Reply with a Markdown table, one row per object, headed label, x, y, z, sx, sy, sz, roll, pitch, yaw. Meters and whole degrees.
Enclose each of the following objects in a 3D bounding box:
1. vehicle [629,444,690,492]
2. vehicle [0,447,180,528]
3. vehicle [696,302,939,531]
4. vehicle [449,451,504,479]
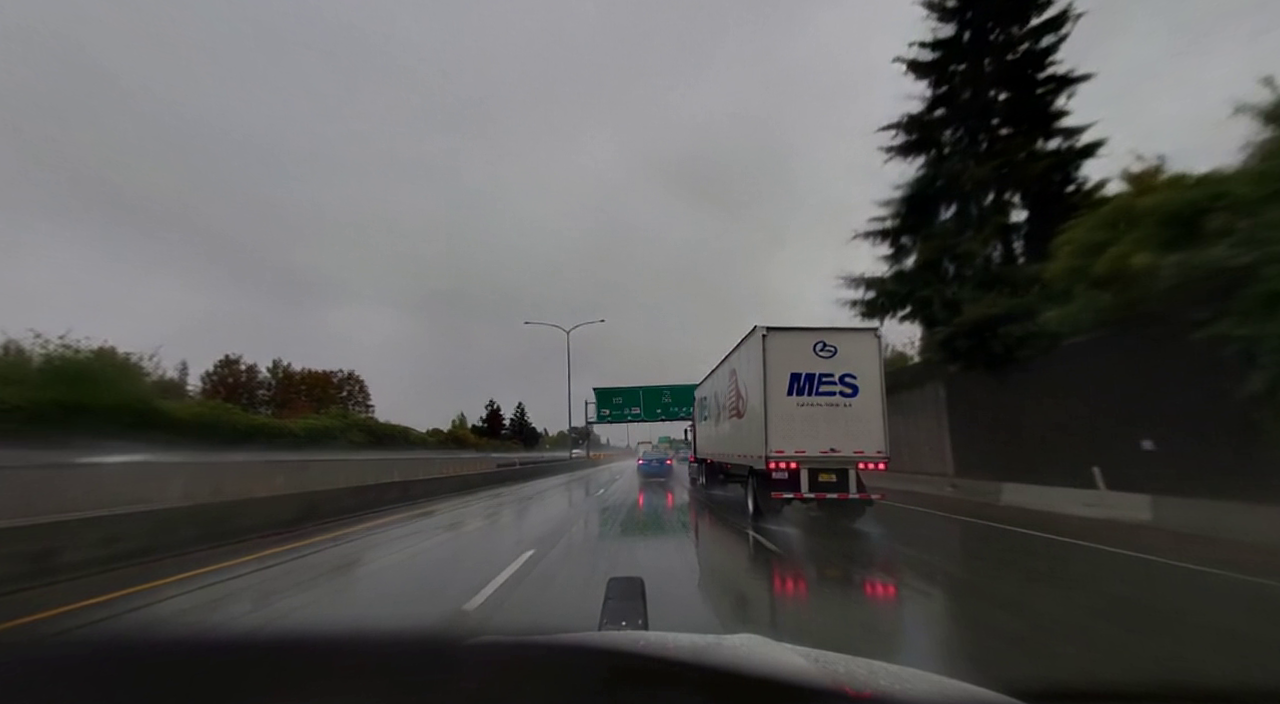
| label | x | y | z | sx | sy | sz | roll | pitch | yaw |
| --- | --- | --- | --- | --- | --- | --- | --- | --- | --- |
| vehicle | 0.639 | 4.330 | 23.857 | 2.121 | 1.642 | 3.828 | 0 | -9 | -1 |
| vehicle | -13.526 | 3.087 | 14.975 | 1.941 | 1.602 | 4.247 | 0 | -9 | 0 |
| vehicle | 3.773 | 2.183 | 18.384 | 3.002 | 4.104 | 14.174 | 0 | -9 | 0 |
| vehicle | -9.388 | 6.494 | 36.566 | 1.912 | 1.502 | 4.283 | 0 | -9 | 2 |
